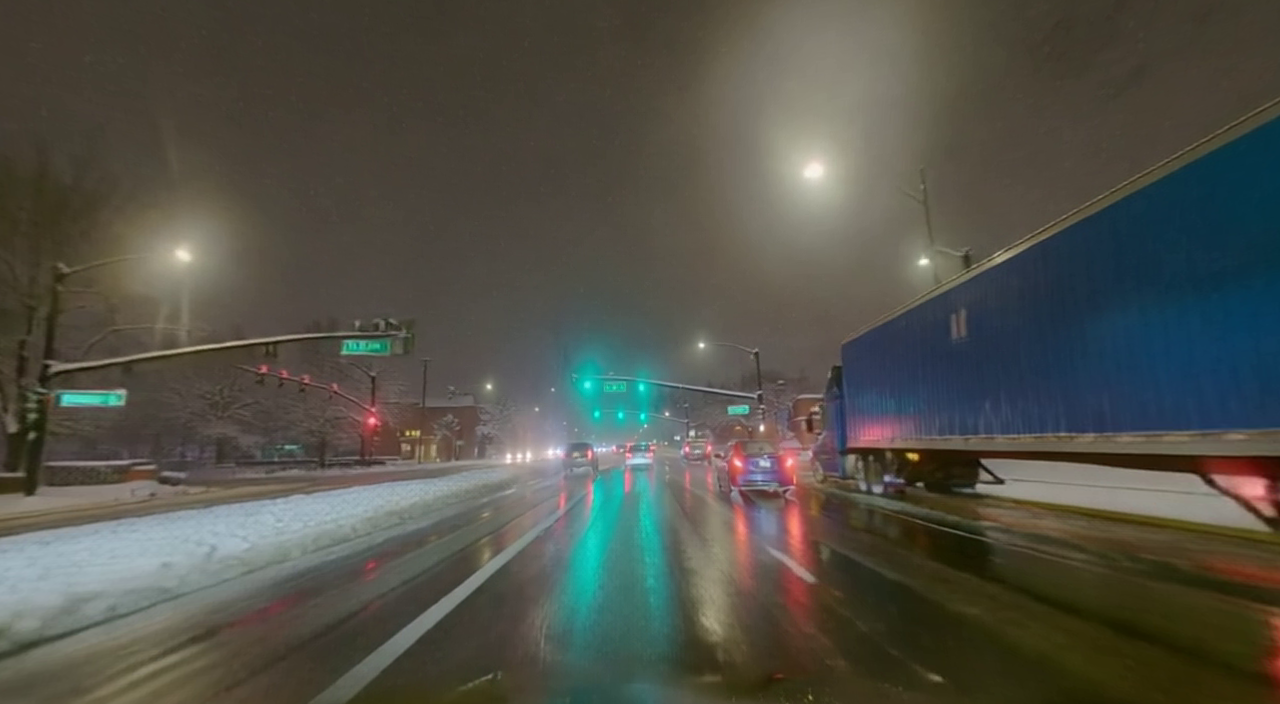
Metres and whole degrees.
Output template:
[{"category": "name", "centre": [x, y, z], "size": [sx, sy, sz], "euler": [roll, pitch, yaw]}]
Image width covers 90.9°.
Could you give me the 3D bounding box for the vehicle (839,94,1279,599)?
[{"category": "vehicle", "centre": [7.184, 0.421, 8.596], "size": [3.383, 4.268, 17.469], "euler": [0, -8, 0]}]

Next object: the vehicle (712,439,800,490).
[{"category": "vehicle", "centre": [3.595, 3.548, 20.333], "size": [1.972, 1.452, 4.189], "euler": [0, -8, -1]}]

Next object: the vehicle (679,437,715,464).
[{"category": "vehicle", "centre": [3.759, 6.600, 42.243], "size": [2.050, 1.683, 3.990], "euler": [0, -8, 0]}]

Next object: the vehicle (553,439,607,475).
[{"category": "vehicle", "centre": [-2.685, 4.817, 29.264], "size": [2.003, 1.509, 4.396], "euler": [0, -8, 1]}]
